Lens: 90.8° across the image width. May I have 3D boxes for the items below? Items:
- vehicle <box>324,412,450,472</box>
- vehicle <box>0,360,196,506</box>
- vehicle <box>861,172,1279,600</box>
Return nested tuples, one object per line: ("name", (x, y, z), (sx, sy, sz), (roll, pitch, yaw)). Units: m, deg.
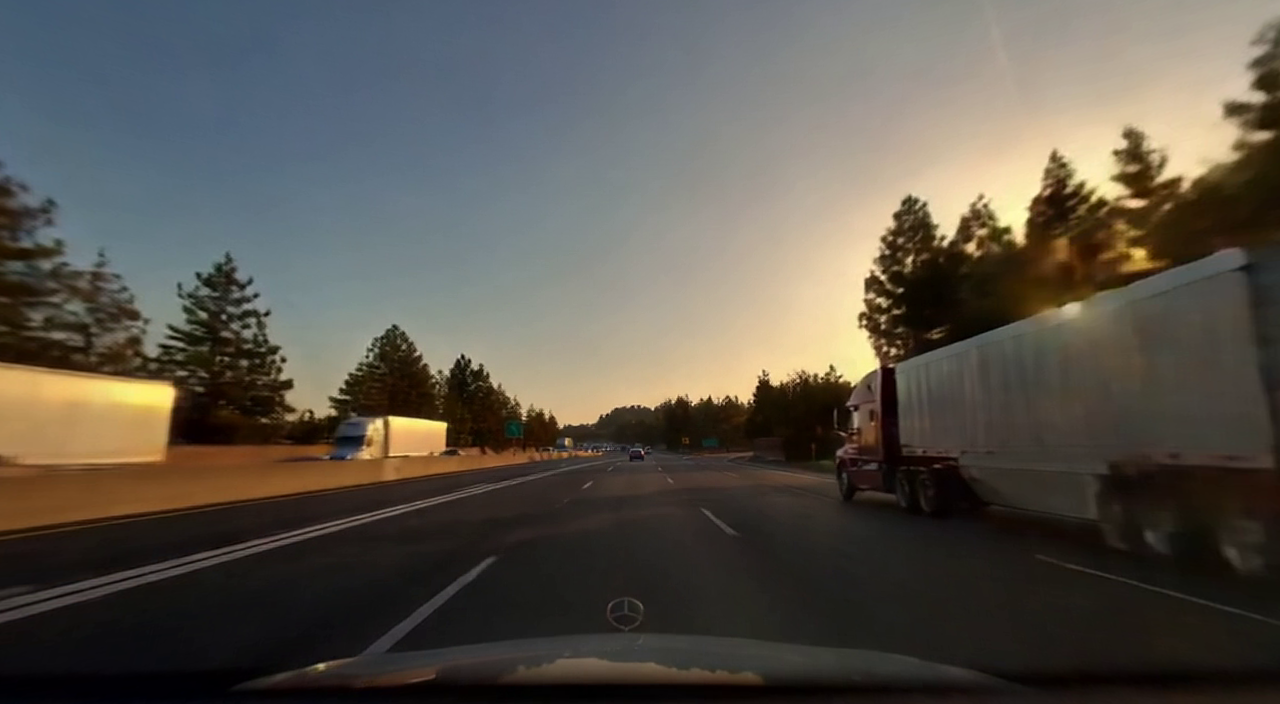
("vehicle", (-18.930, 7.100, 49.288), (2.923, 3.914, 16.640), (0, -9, 0))
("vehicle", (-19.388, 2.152, 16.861), (2.946, 4.056, 16.865), (0, -9, 0))
("vehicle", (6.911, 0.981, 10.052), (2.821, 3.681, 10.415), (0, -9, -1))
